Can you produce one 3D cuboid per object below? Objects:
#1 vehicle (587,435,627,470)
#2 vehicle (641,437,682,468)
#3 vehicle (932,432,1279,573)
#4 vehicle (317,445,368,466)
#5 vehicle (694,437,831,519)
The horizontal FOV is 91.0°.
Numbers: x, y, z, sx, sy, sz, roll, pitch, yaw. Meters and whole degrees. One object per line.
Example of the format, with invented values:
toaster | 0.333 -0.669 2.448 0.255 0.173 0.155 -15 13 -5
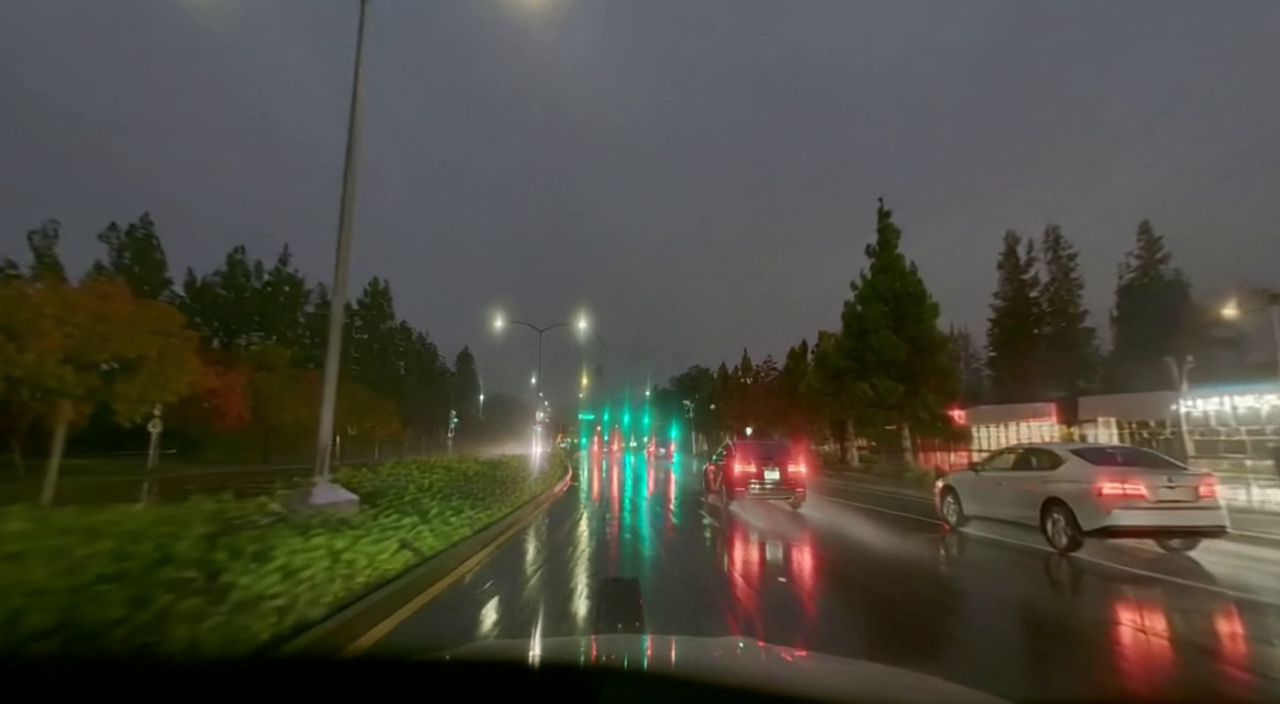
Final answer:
vehicle | -1.836 5.504 34.639 2.051 1.798 4.168 0 -8 -4
vehicle | 1.225 6.112 38.362 2.000 1.745 4.206 1 -8 -5
vehicle | 6.166 1.906 8.842 1.917 1.457 4.274 0 -8 -2
vehicle | -21.867 7.618 46.439 1.880 1.480 4.427 0 -8 -4
vehicle | 2.383 2.577 13.434 1.883 1.452 4.258 0 -8 -3
